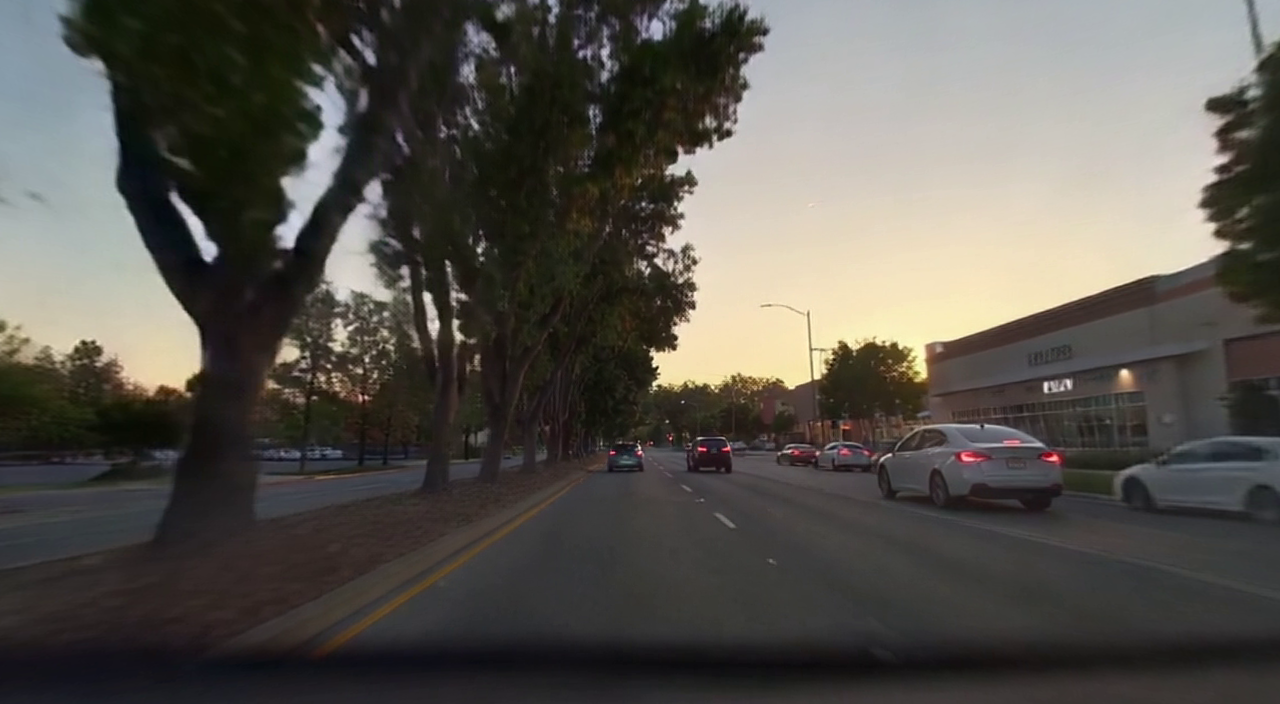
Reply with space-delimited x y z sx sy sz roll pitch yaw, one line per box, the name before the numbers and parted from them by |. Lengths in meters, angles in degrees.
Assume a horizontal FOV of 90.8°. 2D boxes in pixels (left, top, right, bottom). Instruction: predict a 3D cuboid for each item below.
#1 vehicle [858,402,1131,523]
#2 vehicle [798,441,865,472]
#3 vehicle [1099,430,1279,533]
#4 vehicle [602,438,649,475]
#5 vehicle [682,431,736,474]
vehicle | 6.651 2.170 12.964 2.240 1.923 5.678 0 -8 -1
vehicle | 10.095 5.528 33.685 1.898 1.475 4.860 0 -8 -2
vehicle | 10.176 2.024 10.262 1.970 1.470 4.602 0 -8 0
vehicle | -0.657 4.874 29.689 2.037 1.568 3.693 0 -8 0
vehicle | 3.150 4.711 29.758 1.955 1.845 4.538 0 -8 -1
